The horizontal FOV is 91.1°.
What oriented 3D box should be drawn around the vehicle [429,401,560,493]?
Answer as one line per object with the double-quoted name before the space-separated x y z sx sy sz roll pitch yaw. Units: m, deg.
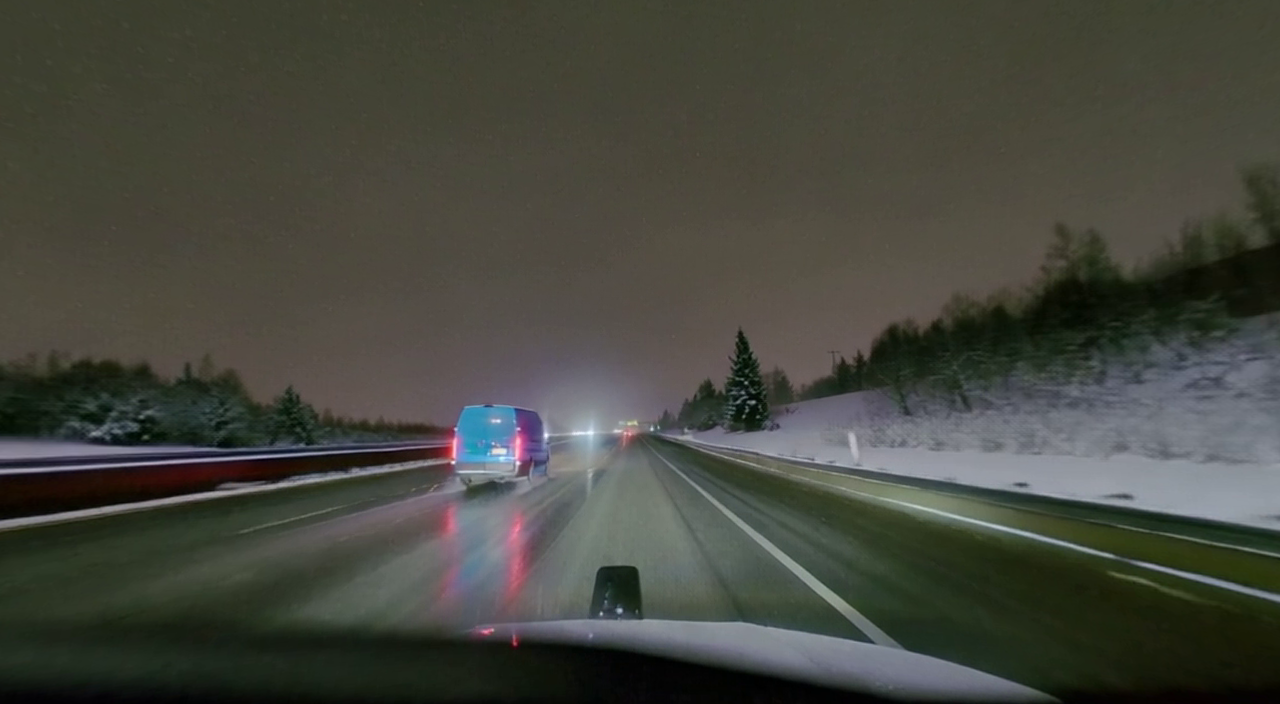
"vehicle" -3.595 2.461 16.649 2.309 2.053 4.884 0 -8 0
